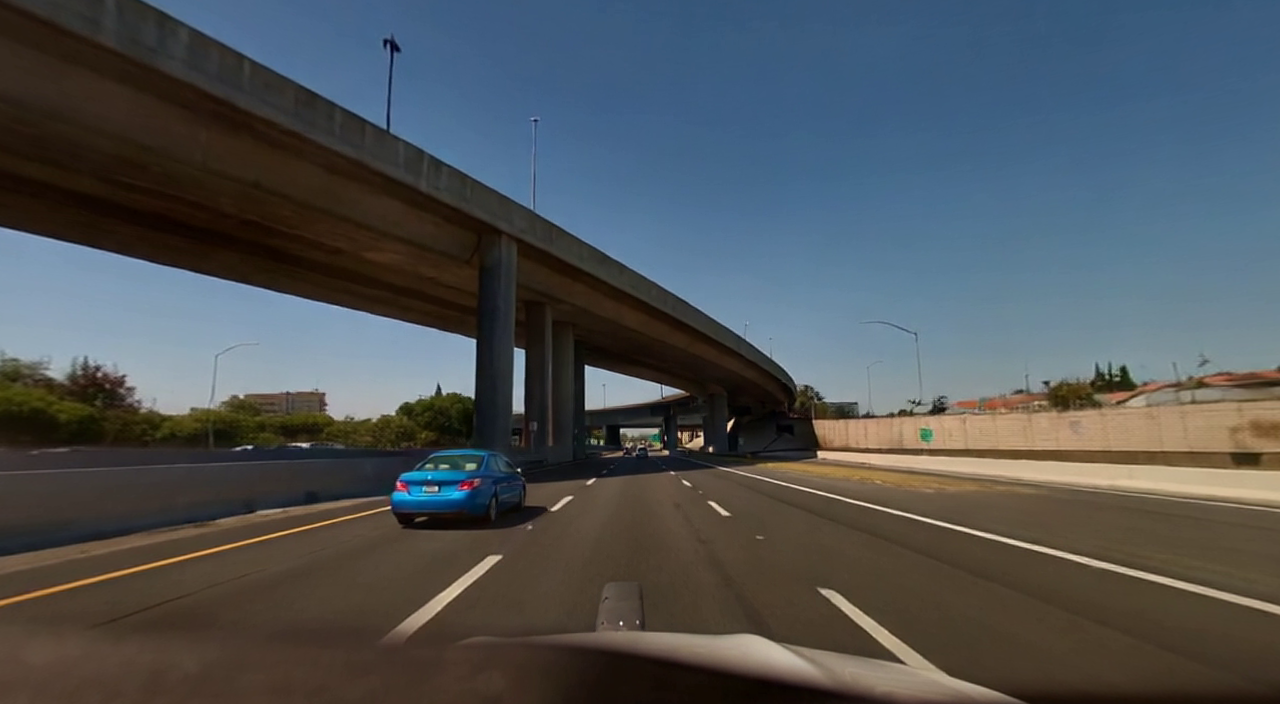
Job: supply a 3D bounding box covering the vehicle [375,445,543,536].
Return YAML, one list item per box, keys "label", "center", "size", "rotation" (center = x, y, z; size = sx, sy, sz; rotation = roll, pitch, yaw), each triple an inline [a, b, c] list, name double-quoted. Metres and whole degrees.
- label: "vehicle"
  center: [-3.308, 2.602, 12.479]
  size: [2.044, 1.478, 4.114]
  rotation: [0, -9, 1]

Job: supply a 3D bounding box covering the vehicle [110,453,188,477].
- label: "vehicle"
  center: [-33.818, 7.756, 43.537]
  size: [1.759, 1.475, 4.440]
  rotation: [0, -8, 1]

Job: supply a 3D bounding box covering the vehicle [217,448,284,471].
- label: "vehicle"
  center: [-29.923, 8.252, 48.561]
  size: [1.950, 1.584, 4.891]
  rotation: [0, -8, 0]

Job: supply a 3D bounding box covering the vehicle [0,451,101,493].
- label: "vehicle"
  center: [-23.850, 4.658, 24.802]
  size: [1.711, 1.454, 3.911]
  rotation: [0, -9, 0]
